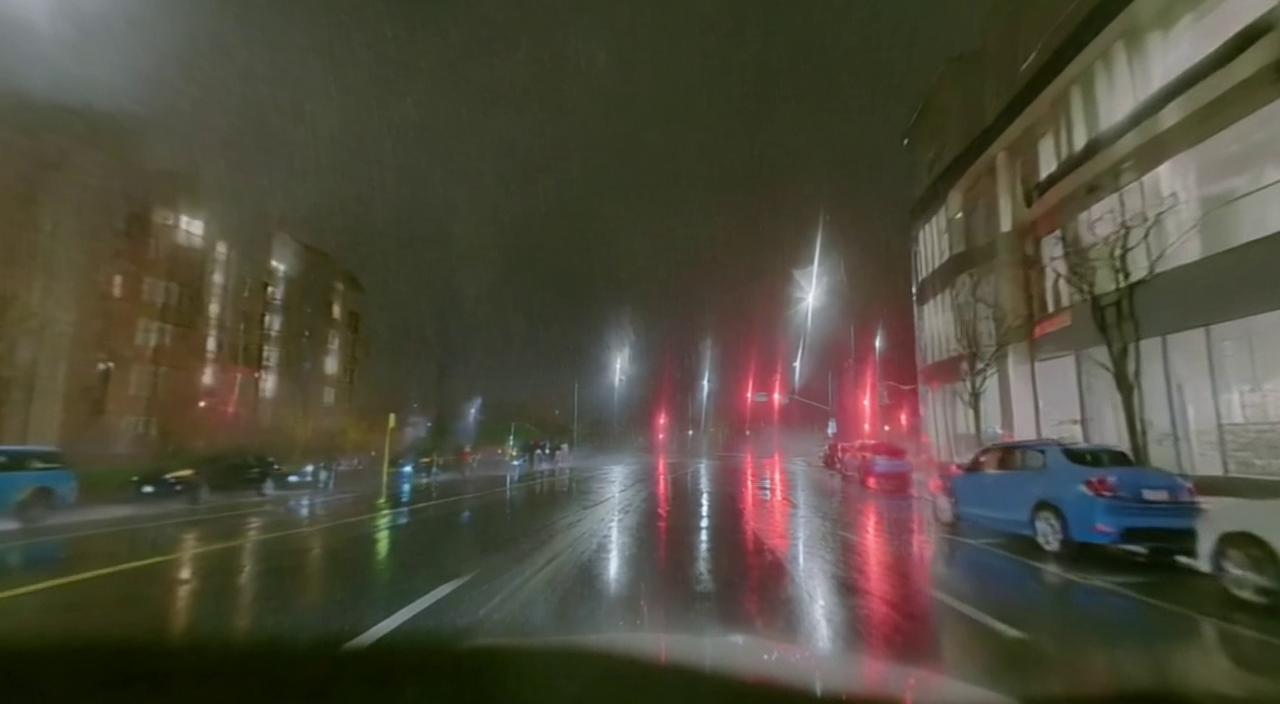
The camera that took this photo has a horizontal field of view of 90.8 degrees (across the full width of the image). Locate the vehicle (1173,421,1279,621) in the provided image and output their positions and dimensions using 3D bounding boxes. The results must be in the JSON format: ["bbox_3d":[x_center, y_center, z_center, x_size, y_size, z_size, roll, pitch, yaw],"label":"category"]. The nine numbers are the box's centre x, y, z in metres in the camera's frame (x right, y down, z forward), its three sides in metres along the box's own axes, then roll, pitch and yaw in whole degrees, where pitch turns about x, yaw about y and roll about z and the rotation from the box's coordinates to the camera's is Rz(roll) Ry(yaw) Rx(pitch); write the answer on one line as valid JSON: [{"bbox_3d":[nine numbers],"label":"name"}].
[{"bbox_3d":[5.948,1.182,3.927,1.886,1.562,3.940,0,-8,2],"label":"vehicle"}]

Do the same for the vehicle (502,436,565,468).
[{"bbox_3d":[-6.554,6.211,39.430,2.083,1.882,4.642,-2,-9,15],"label":"vehicle"}]

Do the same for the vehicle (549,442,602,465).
[{"bbox_3d":[-4.518,7.212,45.176,1.894,1.493,4.902,-3,-9,18],"label":"vehicle"}]

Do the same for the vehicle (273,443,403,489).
[{"bbox_3d":[-10.784,4.073,23.005,1.811,1.459,4.702,-1,-8,10],"label":"vehicle"}]

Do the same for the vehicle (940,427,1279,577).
[{"bbox_3d":[6.089,1.896,8.864,1.883,1.550,4.286,-1,-8,4],"label":"vehicle"}]

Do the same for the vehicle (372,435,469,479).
[{"bbox_3d":[-9.592,4.626,28.134,1.933,1.759,5.002,-1,-8,9],"label":"vehicle"}]

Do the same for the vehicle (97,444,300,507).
[{"bbox_3d":[-11.669,3.248,17.198,1.841,1.444,4.554,-1,-8,7],"label":"vehicle"}]

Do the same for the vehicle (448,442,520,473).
[{"bbox_3d":[-8.234,5.589,33.777,1.830,1.497,4.436,-2,-9,14],"label":"vehicle"}]
